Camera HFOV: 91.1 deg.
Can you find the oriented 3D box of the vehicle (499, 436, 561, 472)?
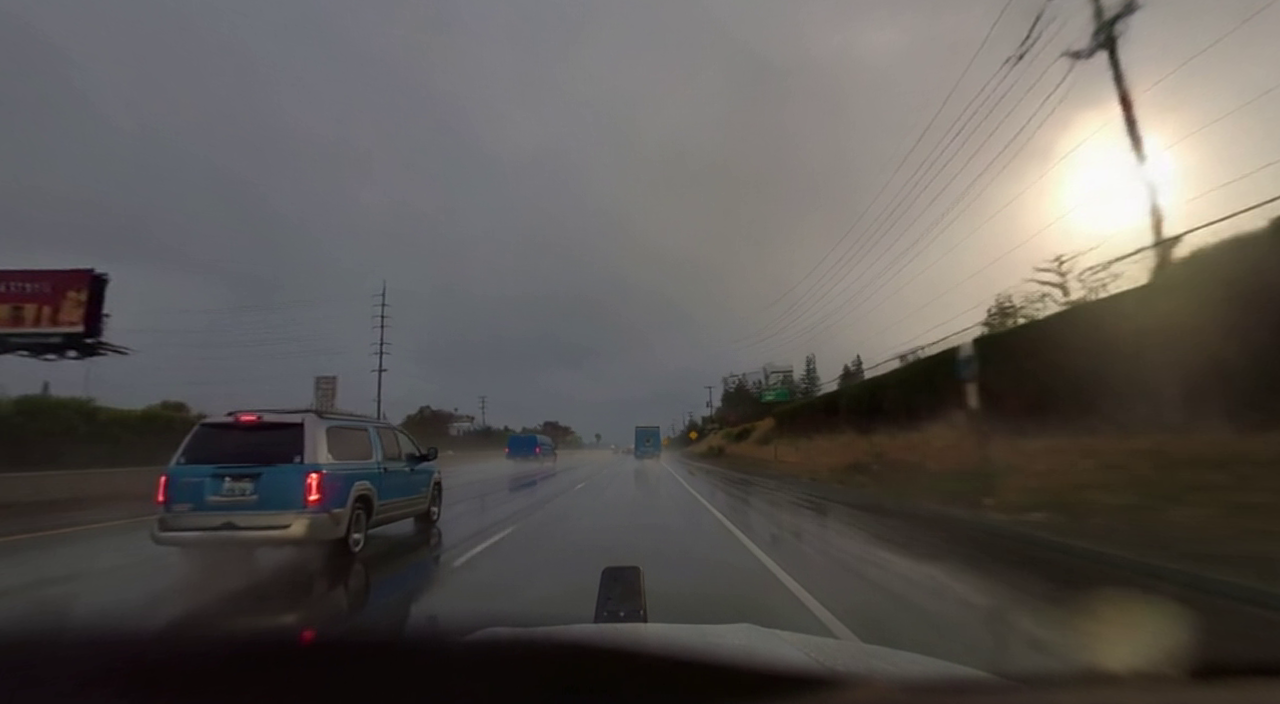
[{"bbox_3d":[-6.884,6.511,40.263,2.695,2.084,6.836,0,-9,1],"label":"vehicle"}]

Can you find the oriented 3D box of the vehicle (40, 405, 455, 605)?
[{"bbox_3d":[-4.149,1.696,7.929,2.145,1.730,4.729,0,-9,0],"label":"vehicle"}]

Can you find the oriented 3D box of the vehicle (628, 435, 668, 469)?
[{"bbox_3d":[0.574,7.239,45.623,2.692,2.279,5.695,0,-9,0],"label":"vehicle"}]
